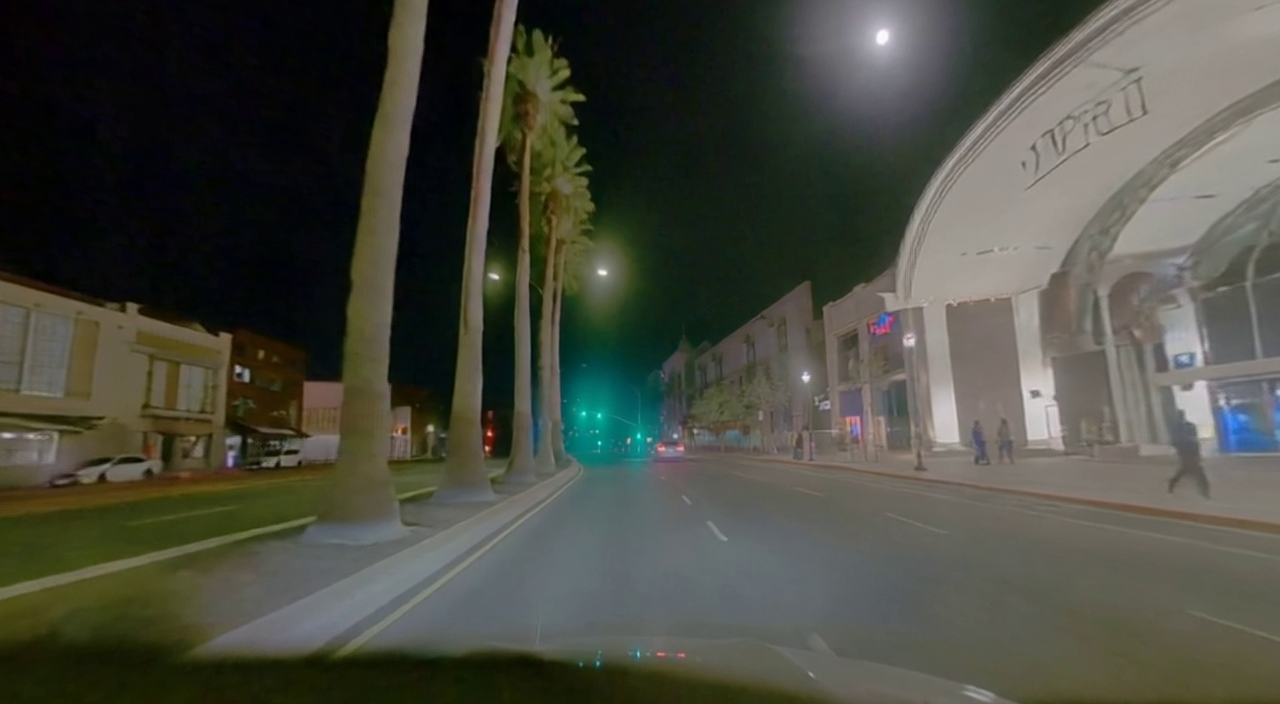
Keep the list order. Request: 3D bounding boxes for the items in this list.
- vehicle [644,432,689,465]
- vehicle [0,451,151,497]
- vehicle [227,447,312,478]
[{"bbox_3d":[1.659,6.468,42.586,2.284,2.010,6.670,0,-8,-4],"label":"vehicle"},{"bbox_3d":[-21.779,4.635,24.492,1.866,1.553,4.835,0,-8,-2],"label":"vehicle"},{"bbox_3d":[-22.001,6.566,37.807,2.285,1.689,4.968,0,-8,-4],"label":"vehicle"}]
